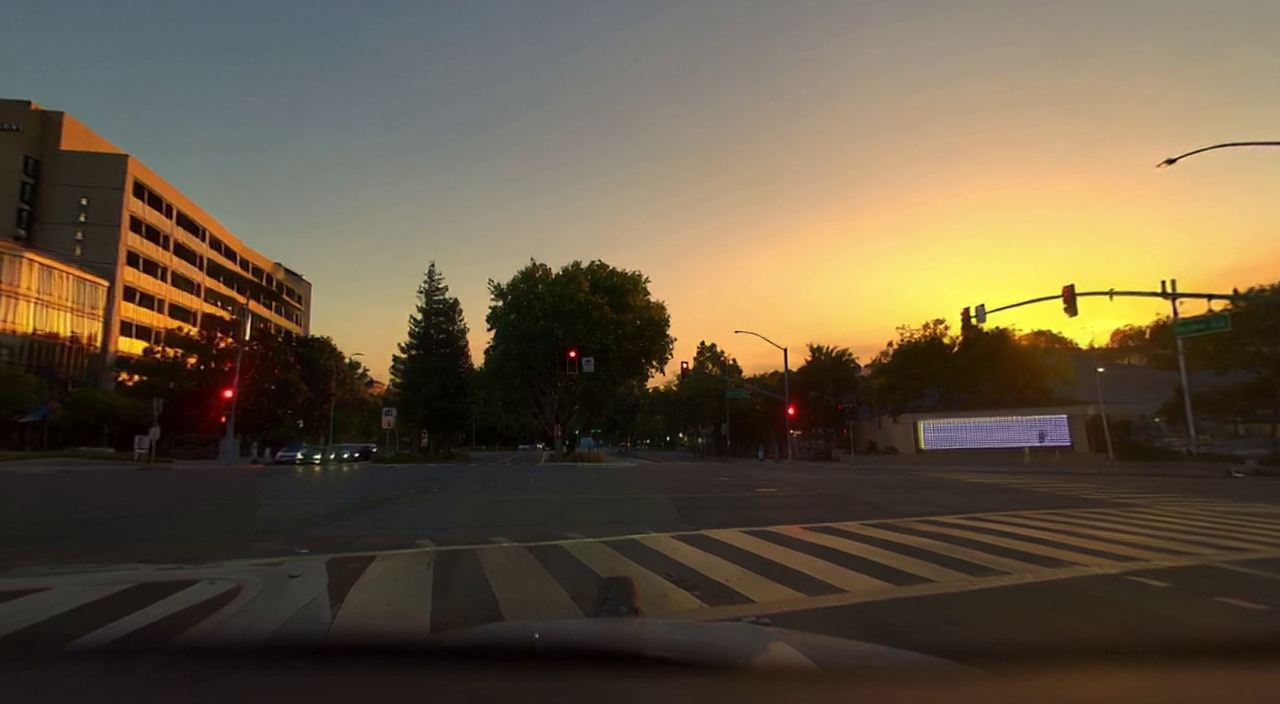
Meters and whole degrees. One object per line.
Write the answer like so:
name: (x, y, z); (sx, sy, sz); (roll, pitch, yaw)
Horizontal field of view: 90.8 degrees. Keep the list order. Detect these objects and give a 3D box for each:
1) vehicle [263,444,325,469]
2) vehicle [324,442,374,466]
vehicle: (-21.861, 6.594, 40.081); (2.005, 1.496, 4.020); (1, -9, -6)
vehicle: (-22.410, 7.834, 48.821); (2.023, 1.706, 4.756); (1, -9, -6)
